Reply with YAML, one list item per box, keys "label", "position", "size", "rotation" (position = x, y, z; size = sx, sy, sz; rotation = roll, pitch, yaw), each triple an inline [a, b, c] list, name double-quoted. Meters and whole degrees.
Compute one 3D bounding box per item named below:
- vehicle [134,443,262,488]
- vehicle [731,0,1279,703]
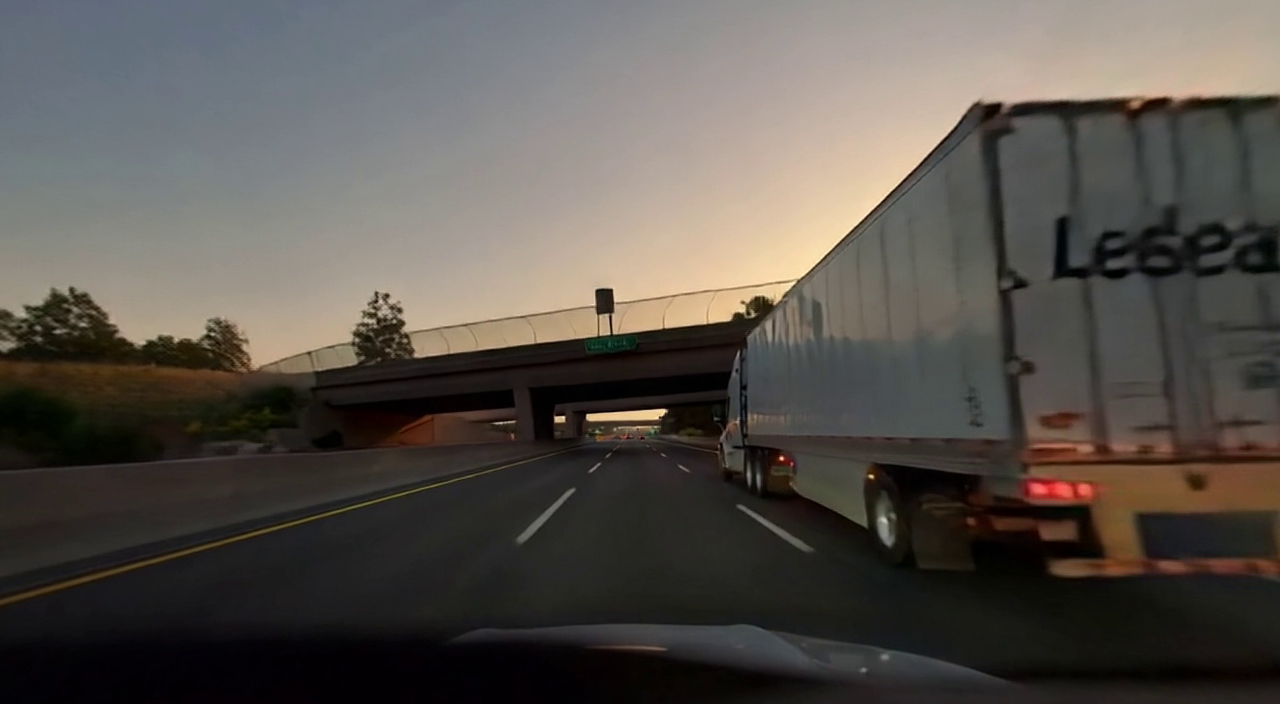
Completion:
- label: "vehicle"
  position: [-16.636, 4.249, 23.972]
  size: [1.900, 1.520, 4.141]
  rotation: [0, -8, 0]
- label: "vehicle"
  position: [4.058, 0.613, 9.794]
  size: [2.920, 4.029, 13.900]
  rotation: [0, -8, -1]
